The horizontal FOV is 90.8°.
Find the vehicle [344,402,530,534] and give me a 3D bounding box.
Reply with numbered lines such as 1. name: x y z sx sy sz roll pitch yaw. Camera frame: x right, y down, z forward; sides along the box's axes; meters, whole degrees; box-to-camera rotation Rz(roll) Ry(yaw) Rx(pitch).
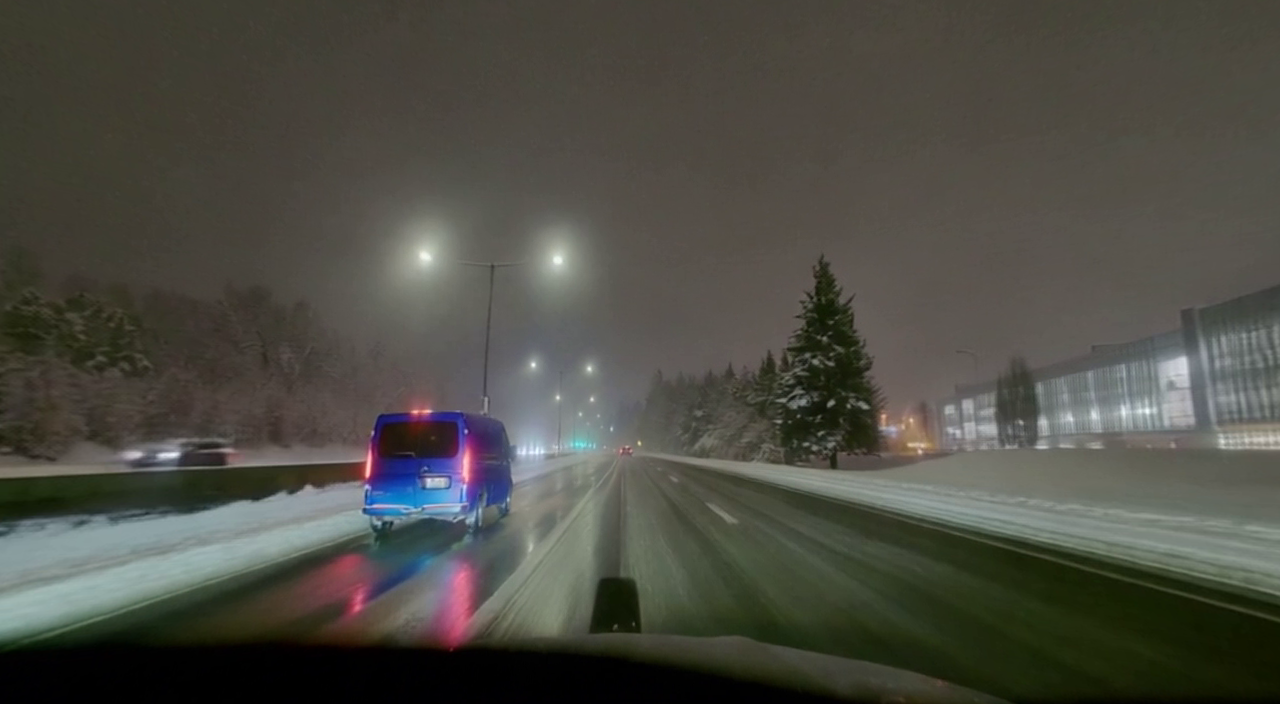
1. vehicle: -3.472 2.105 11.905 2.046 1.982 4.465 0 -9 -1

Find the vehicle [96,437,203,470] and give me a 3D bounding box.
1. vehicle: -24.140 5.005 31.303 1.764 1.495 4.428 0 -9 -1
